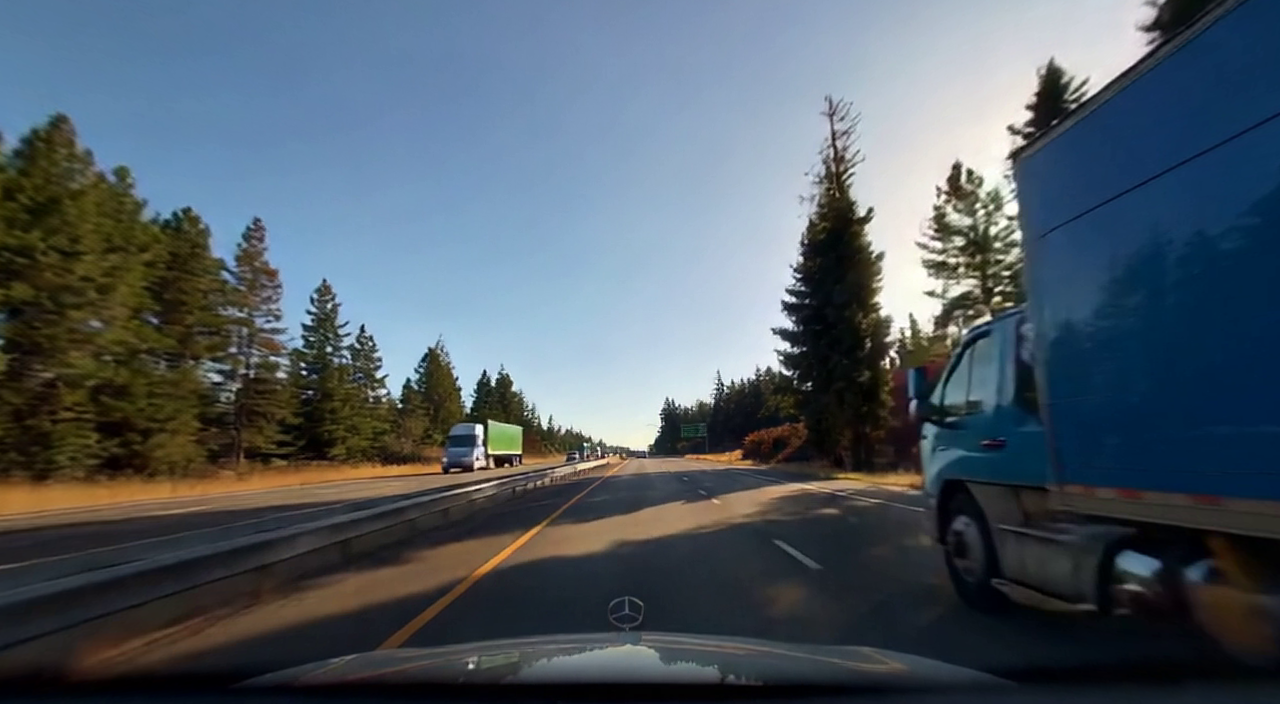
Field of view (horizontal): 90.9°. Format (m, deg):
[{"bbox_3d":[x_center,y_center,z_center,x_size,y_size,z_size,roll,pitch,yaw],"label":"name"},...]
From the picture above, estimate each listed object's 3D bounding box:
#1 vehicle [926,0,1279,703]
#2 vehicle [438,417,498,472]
[{"bbox_3d":[4.125,-0.105,1.700,2.920,3.288,7.793,0,-9,-1],"label":"vehicle"},{"bbox_3d":[-13.382,7.266,49.554,3.012,3.998,5.861,0,-9,0],"label":"vehicle"}]
